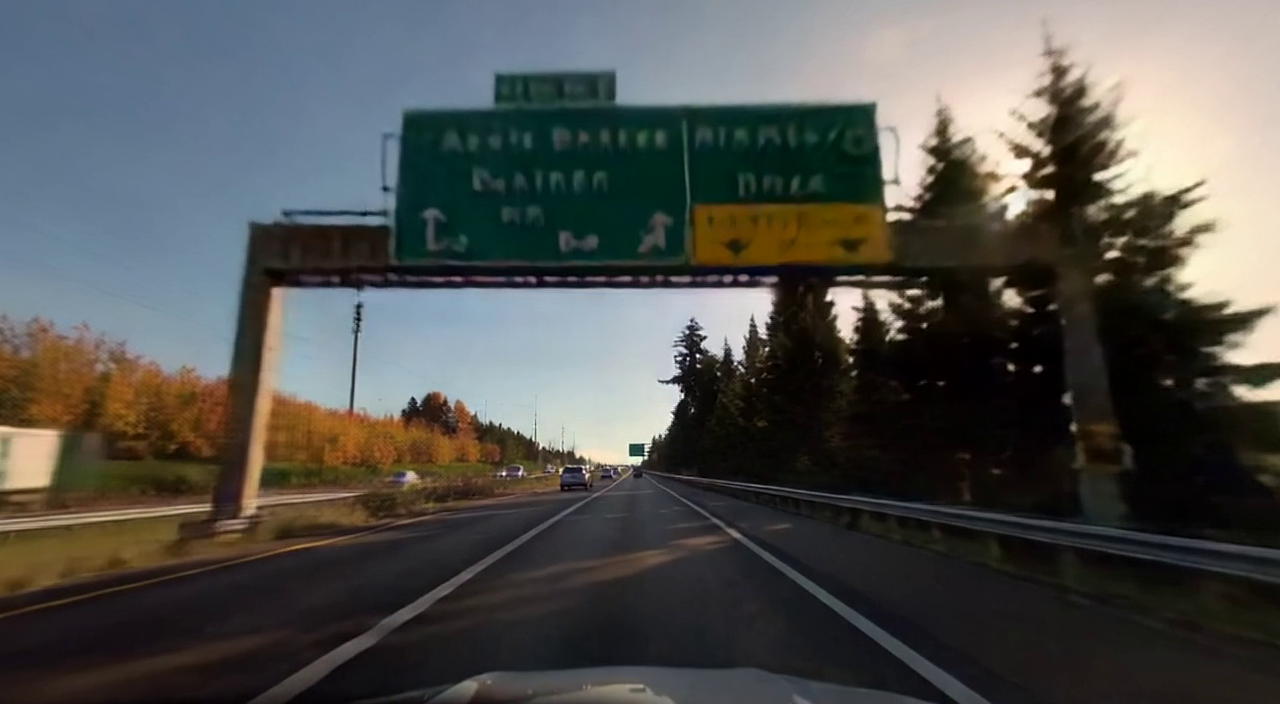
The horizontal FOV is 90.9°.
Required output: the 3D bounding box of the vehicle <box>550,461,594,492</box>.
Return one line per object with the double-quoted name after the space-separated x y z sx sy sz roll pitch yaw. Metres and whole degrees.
-4.331 8.089 41.109 2.254 1.809 5.839 1 -11 0 "vehicle"
